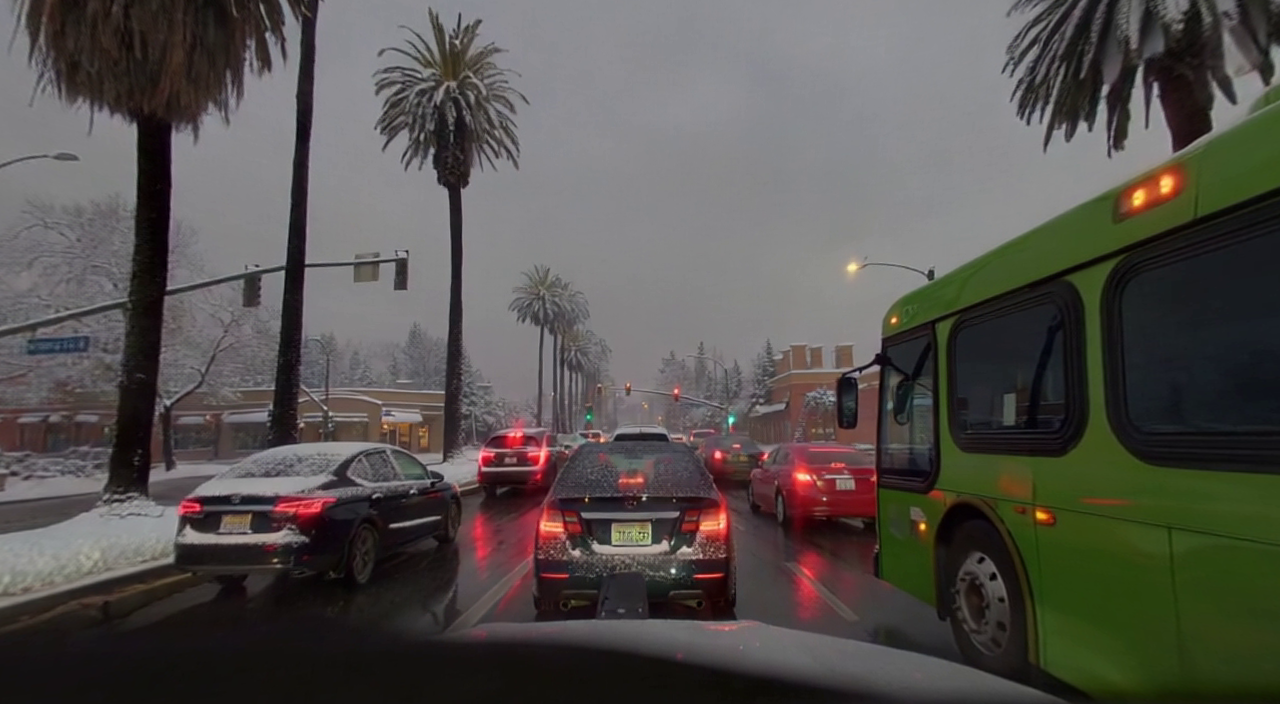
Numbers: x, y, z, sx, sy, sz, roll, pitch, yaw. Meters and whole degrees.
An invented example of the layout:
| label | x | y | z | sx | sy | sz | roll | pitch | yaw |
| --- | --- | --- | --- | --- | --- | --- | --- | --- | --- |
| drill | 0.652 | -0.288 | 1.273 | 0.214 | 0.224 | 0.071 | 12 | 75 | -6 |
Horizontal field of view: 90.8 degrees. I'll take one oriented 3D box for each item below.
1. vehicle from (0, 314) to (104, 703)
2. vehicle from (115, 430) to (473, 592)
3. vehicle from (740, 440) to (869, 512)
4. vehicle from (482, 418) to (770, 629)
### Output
| label | x | y | z | sx | sy | sz | roll | pitch | yaw |
| --- | --- | --- | --- | --- | --- | --- | --- | --- | --- |
| vehicle | -3.569 | 0.465 | 0.291 | 2.145 | 1.824 | 4.974 | 0 | -9 | 2 |
| vehicle | -3.620 | 1.722 | 7.719 | 1.919 | 1.415 | 4.178 | 0 | -9 | 1 |
| vehicle | 3.730 | 2.886 | 15.247 | 1.989 | 1.467 | 4.364 | 0 | -9 | 1 |
| vehicle | -0.109 | 1.523 | 6.518 | 2.060 | 1.499 | 3.831 | 0 | -9 | 0 |
